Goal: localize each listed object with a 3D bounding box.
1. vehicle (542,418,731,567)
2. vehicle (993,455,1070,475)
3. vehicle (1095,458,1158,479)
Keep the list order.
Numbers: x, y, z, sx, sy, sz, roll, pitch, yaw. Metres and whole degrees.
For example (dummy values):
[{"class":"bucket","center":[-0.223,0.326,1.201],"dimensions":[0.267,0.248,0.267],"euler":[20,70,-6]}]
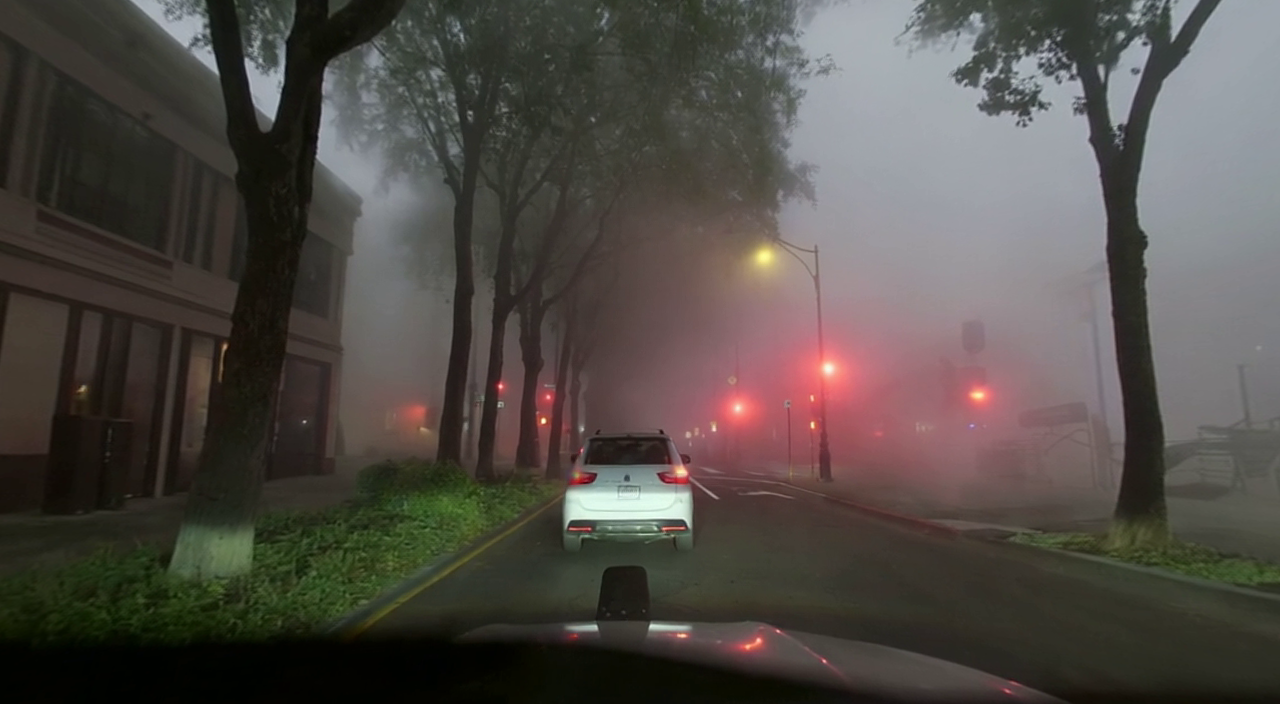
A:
[{"class":"vehicle","center":[-0.082,1.844,8.976],"dimensions":[2.079,1.621,3.861],"euler":[0,-8,-1]},{"class":"vehicle","center":[29.747,8.571,47.920],"dimensions":[4.668,1.441,1.904],"euler":[1,-9,-6]},{"class":"vehicle","center":[36.856,8.819,47.805],"dimensions":[3.445,1.363,1.608],"euler":[2,-8,-1]}]
